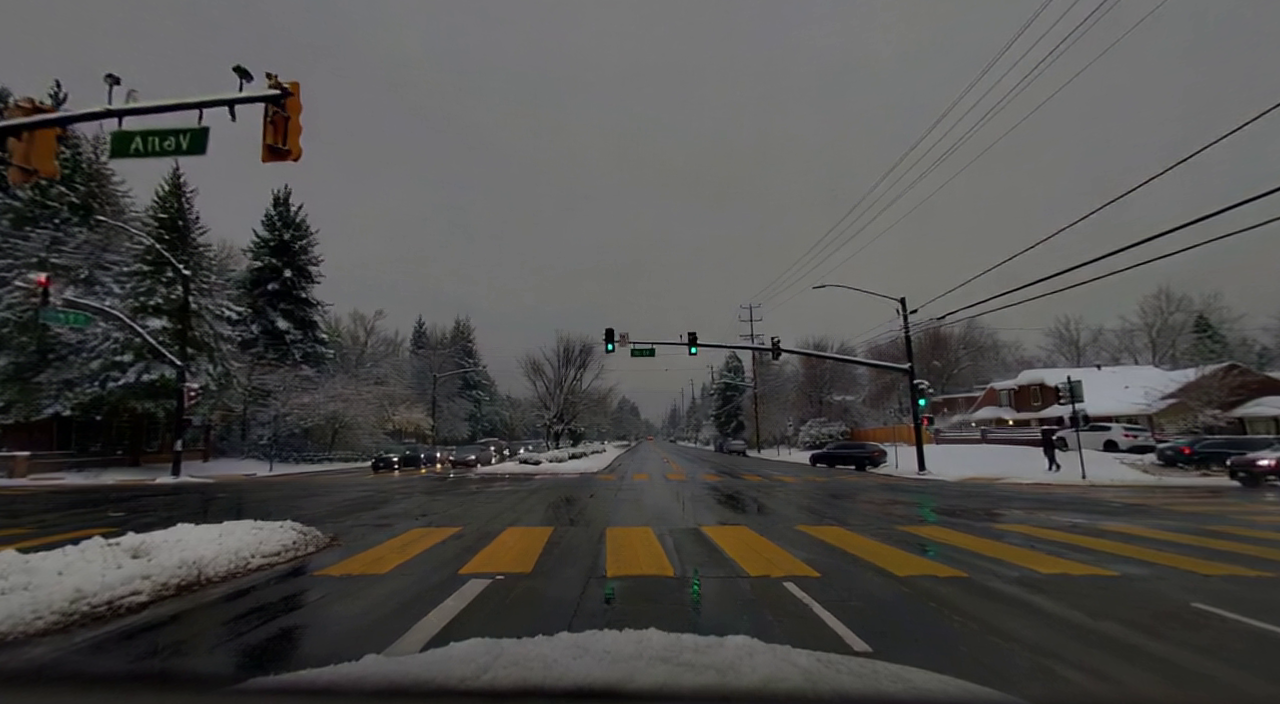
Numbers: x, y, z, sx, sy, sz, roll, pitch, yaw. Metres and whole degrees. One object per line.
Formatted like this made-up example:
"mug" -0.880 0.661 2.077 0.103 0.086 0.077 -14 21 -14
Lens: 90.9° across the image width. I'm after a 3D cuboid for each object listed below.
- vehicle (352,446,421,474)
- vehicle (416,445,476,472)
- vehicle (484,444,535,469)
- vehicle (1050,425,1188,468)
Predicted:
"vehicle" -14.620 6.215 36.645 2.035 1.470 4.677 0 -8 0
"vehicle" -10.955 6.007 35.852 2.007 1.451 4.242 0 -8 1
"vehicle" -7.652 6.154 37.317 1.958 1.415 4.312 0 -8 1
"vehicle" 25.294 5.026 33.626 2.177 2.086 5.514 2 -9 -14
